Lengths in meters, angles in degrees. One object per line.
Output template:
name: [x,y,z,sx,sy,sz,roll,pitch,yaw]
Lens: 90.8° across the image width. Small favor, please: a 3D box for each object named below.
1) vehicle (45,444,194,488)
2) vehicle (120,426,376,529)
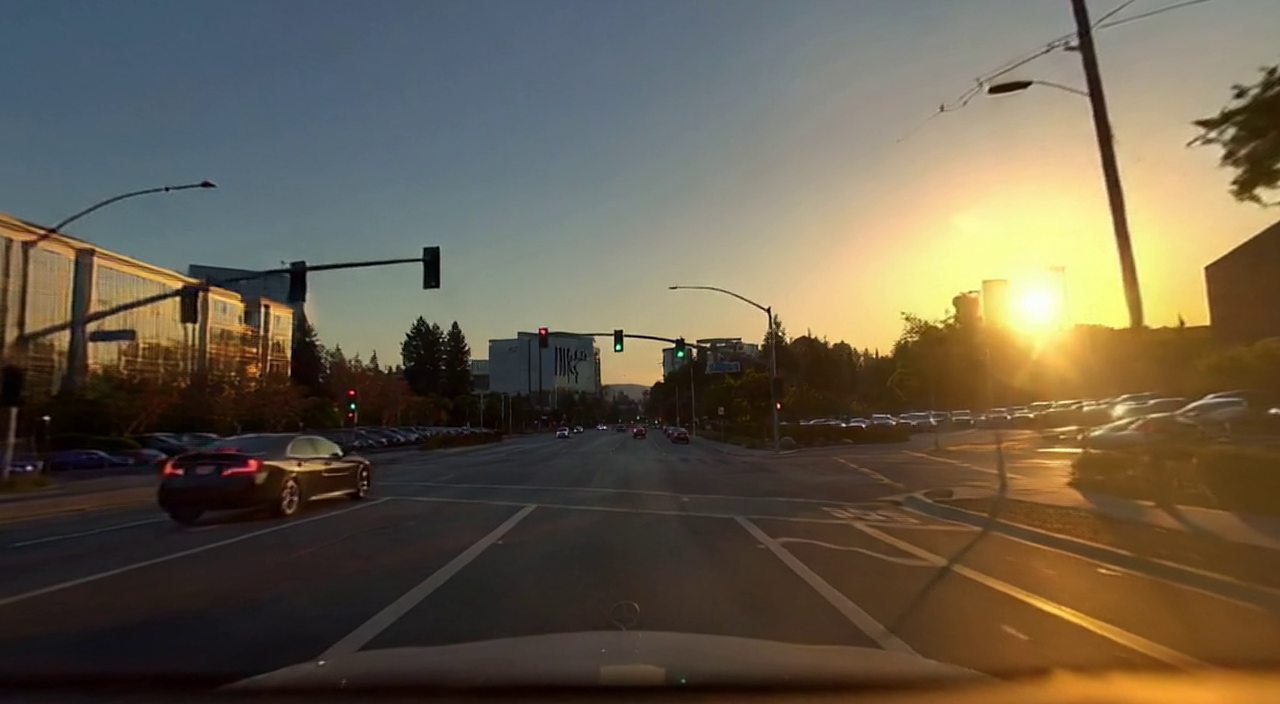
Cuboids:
vehicle: [-22.231,4.843,27.086,4.722,1.741,2.142,-1,-8,8]
vehicle: [-6.473,2.097,11.155,1.928,1.451,4.219,0,-8,-3]
